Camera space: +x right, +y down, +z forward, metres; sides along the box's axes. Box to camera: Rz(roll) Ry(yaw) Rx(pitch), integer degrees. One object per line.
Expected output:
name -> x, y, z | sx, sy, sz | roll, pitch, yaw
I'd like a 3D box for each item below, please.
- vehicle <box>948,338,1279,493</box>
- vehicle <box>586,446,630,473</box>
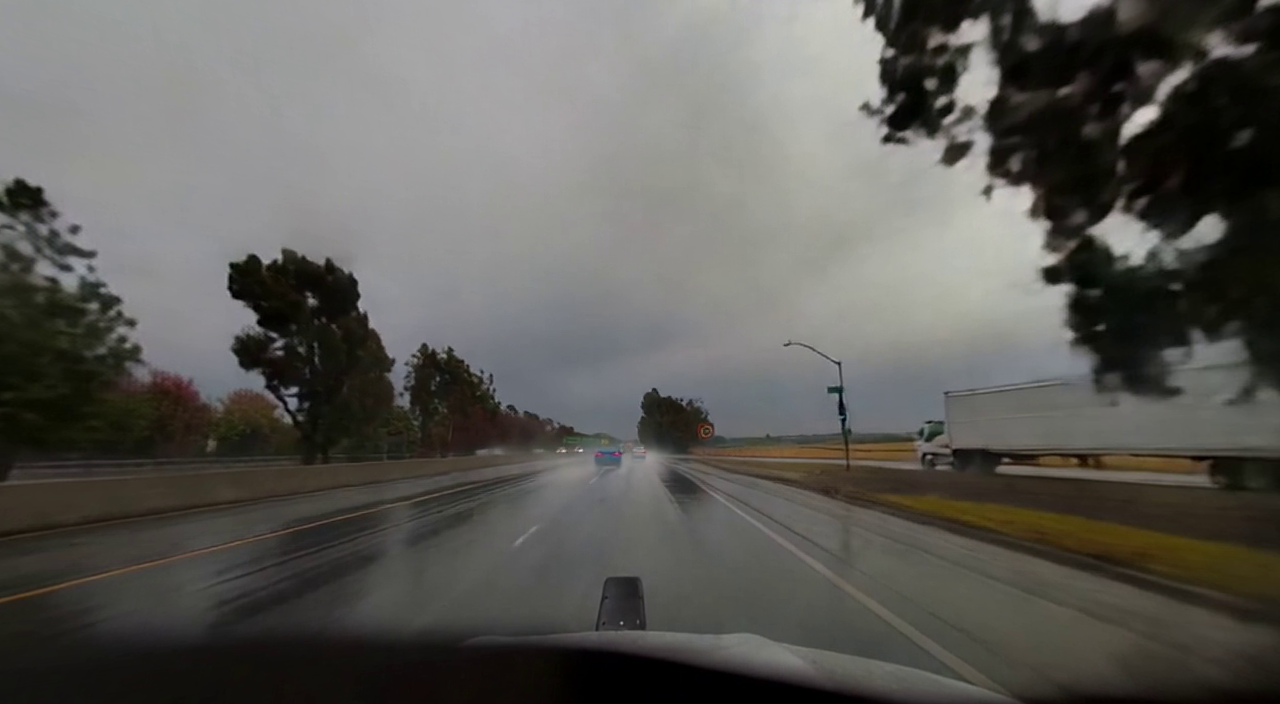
vehicle -> 17.667, 2.581, 22.982 | 2.859, 4.163, 14.784 | 0, -9, -12
vehicle -> -1.748, 6.110, 36.149 | 2.170, 1.451, 4.584 | 0, -8, 1
